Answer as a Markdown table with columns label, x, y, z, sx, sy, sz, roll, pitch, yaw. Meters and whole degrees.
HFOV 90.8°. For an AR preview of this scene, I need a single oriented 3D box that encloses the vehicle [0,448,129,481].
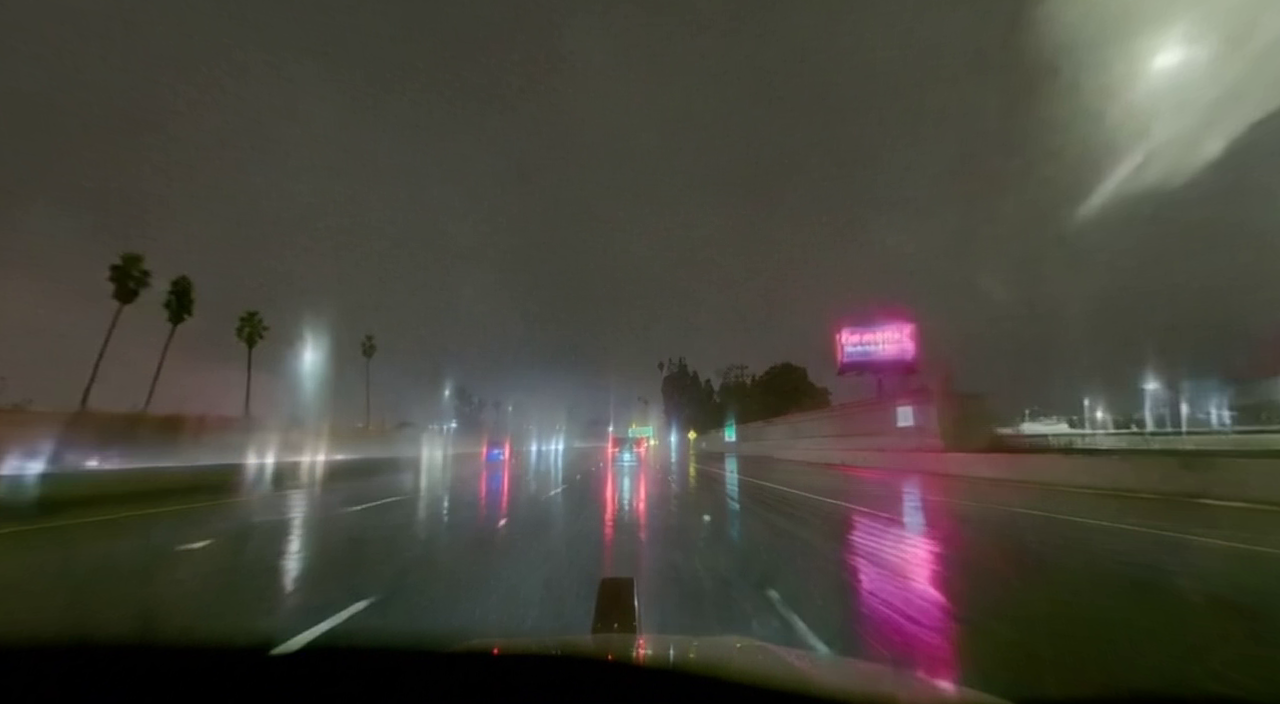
| label | x | y | z | sx | sy | sz | roll | pitch | yaw |
| --- | --- | --- | --- | --- | --- | --- | --- | --- | --- |
| vehicle | -33.519 | 6.497 | 37.008 | 2.171 | 1.758 | 5.944 | 0 | -9 | 0 |

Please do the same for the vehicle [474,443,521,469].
| label | x | y | z | sx | sy | sz | roll | pitch | yaw |
| --- | --- | --- | --- | --- | --- | --- | --- | --- | --- |
| vehicle | -8.833 | 6.487 | 39.559 | 1.971 | 1.552 | 4.465 | 0 | -9 | -1 |

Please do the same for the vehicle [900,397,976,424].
| label | x | y | z | sx | sy | sz | roll | pitch | yaw |
| --- | --- | --- | --- | --- | --- | --- | --- | --- | --- |
| vehicle | 17.205 | 3.398 | 36.560 | 3.539 | 1.395 | 1.688 | 0 | -9 | -1 |
